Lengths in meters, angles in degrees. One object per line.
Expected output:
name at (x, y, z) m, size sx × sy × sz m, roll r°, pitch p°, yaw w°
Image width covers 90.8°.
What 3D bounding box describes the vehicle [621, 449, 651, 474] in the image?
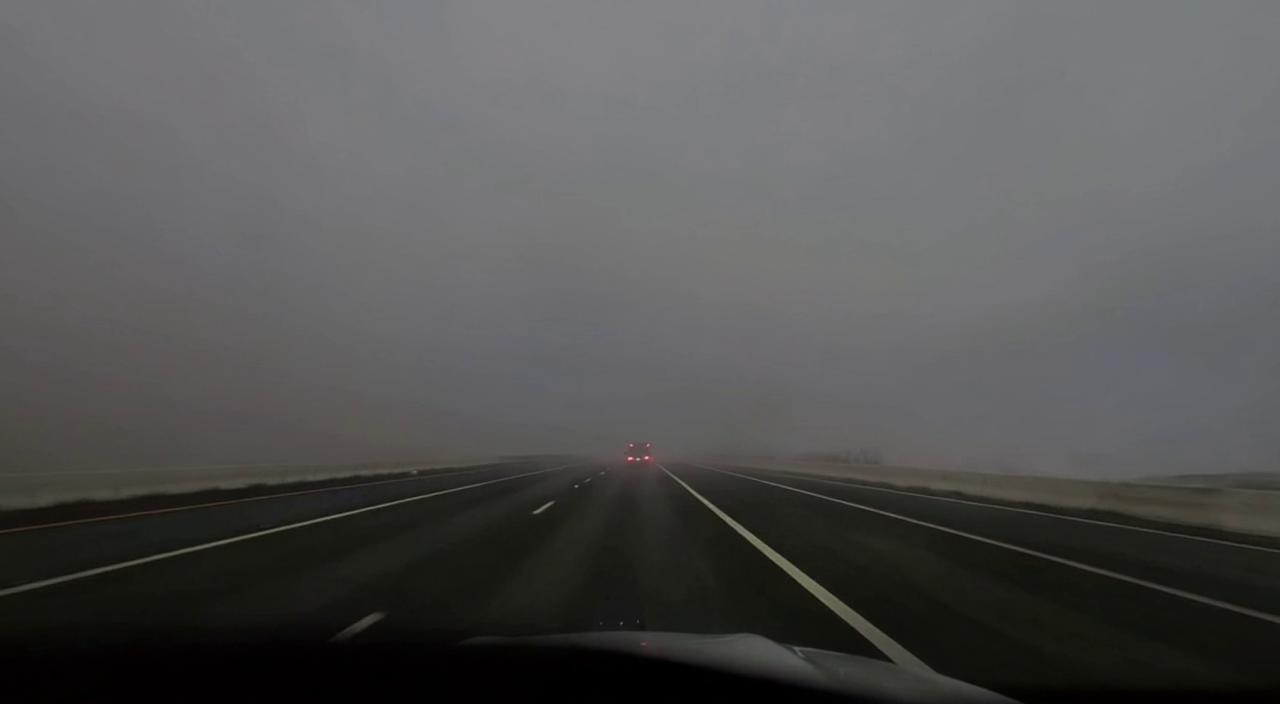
vehicle at (-0.199, 6.574, 38.162) m, size 1.695 × 1.437 × 3.506 m, roll 0°, pitch -9°, yaw 1°
